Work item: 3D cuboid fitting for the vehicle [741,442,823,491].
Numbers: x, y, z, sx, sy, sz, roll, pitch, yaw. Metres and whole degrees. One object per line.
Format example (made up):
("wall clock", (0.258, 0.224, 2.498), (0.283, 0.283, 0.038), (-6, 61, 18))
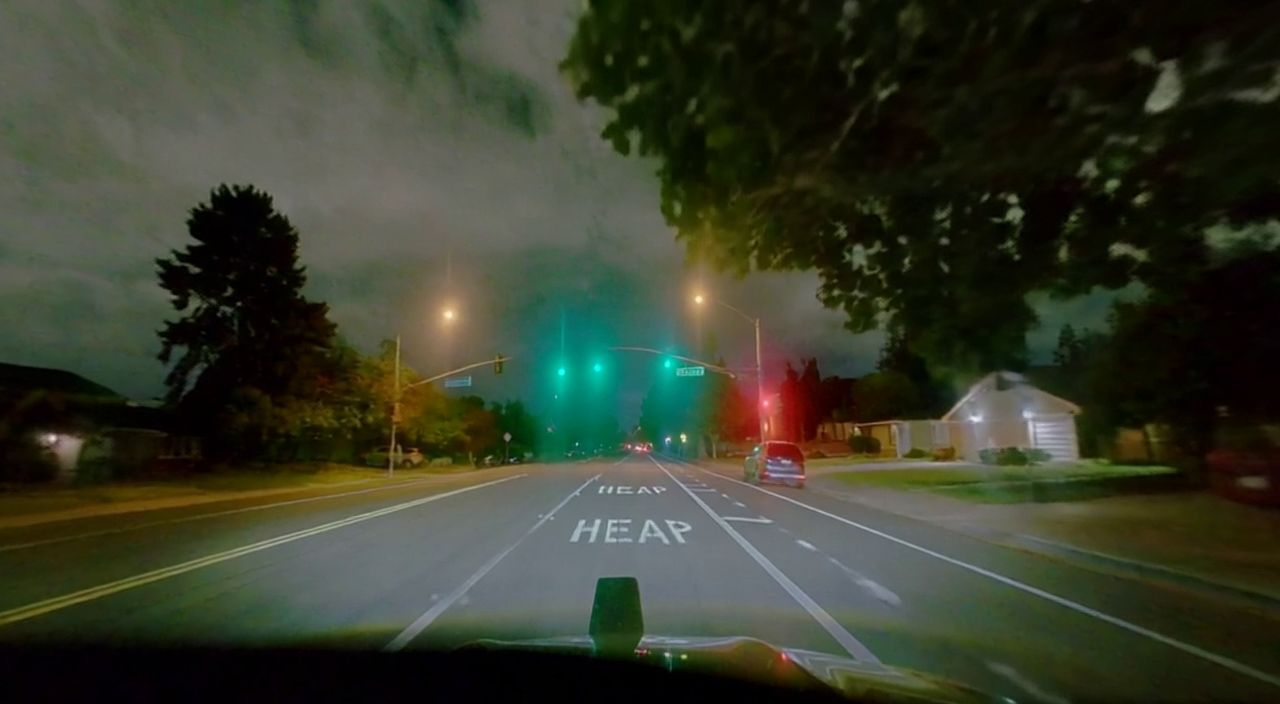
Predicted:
("vehicle", (5.161, 4.209, 23.500), (1.979, 1.637, 4.321), (0, -9, -1))

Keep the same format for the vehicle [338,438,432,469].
("vehicle", (-17.926, 7.207, 44.422), (5.656, 1.999, 2.307), (-2, -10, 3))
